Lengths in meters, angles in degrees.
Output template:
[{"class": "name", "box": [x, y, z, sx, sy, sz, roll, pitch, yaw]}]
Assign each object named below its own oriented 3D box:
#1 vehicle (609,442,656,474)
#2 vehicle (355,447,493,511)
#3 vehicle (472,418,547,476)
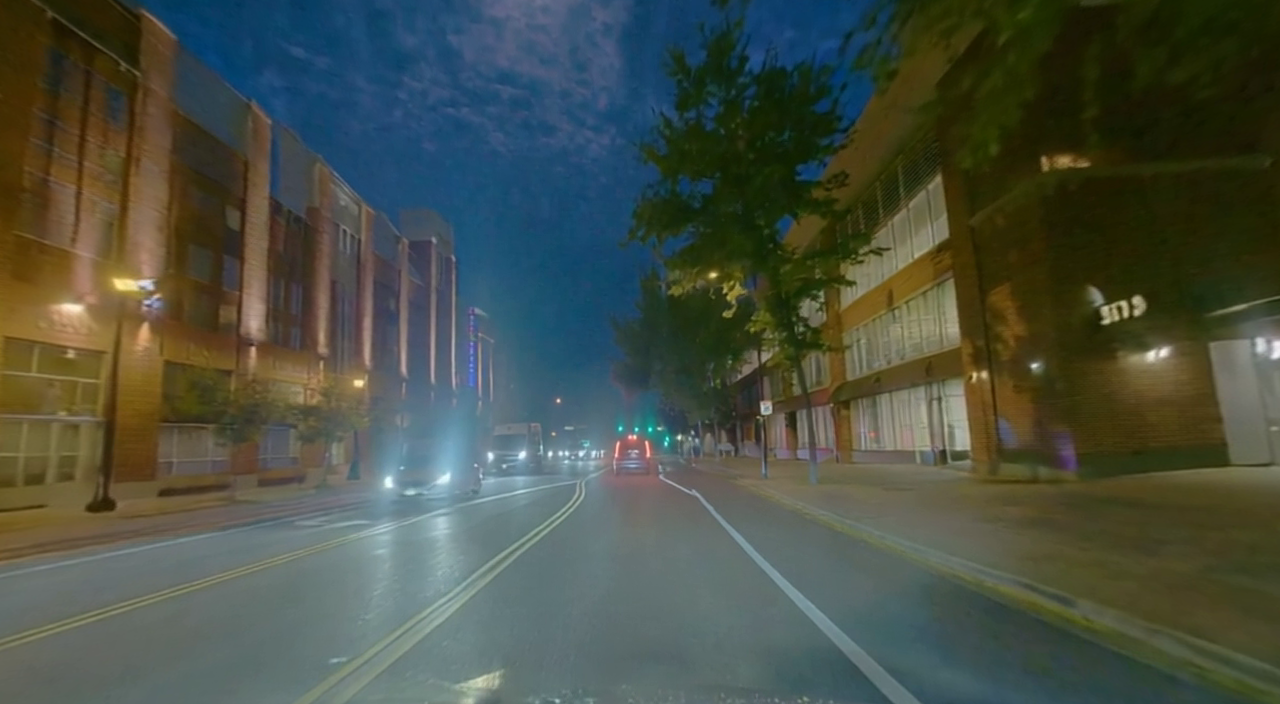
[{"class": "vehicle", "box": [-0.368, 5.685, 34.124, 2.356, 1.572, 4.810, 0, -9, 1]}, {"class": "vehicle", "box": [-5.696, 3.379, 17.368, 2.039, 1.484, 4.391, -1, -9, 3]}, {"class": "vehicle", "box": [-7.527, 5.652, 37.511, 2.754, 3.065, 7.103, 0, -9, 1]}]
